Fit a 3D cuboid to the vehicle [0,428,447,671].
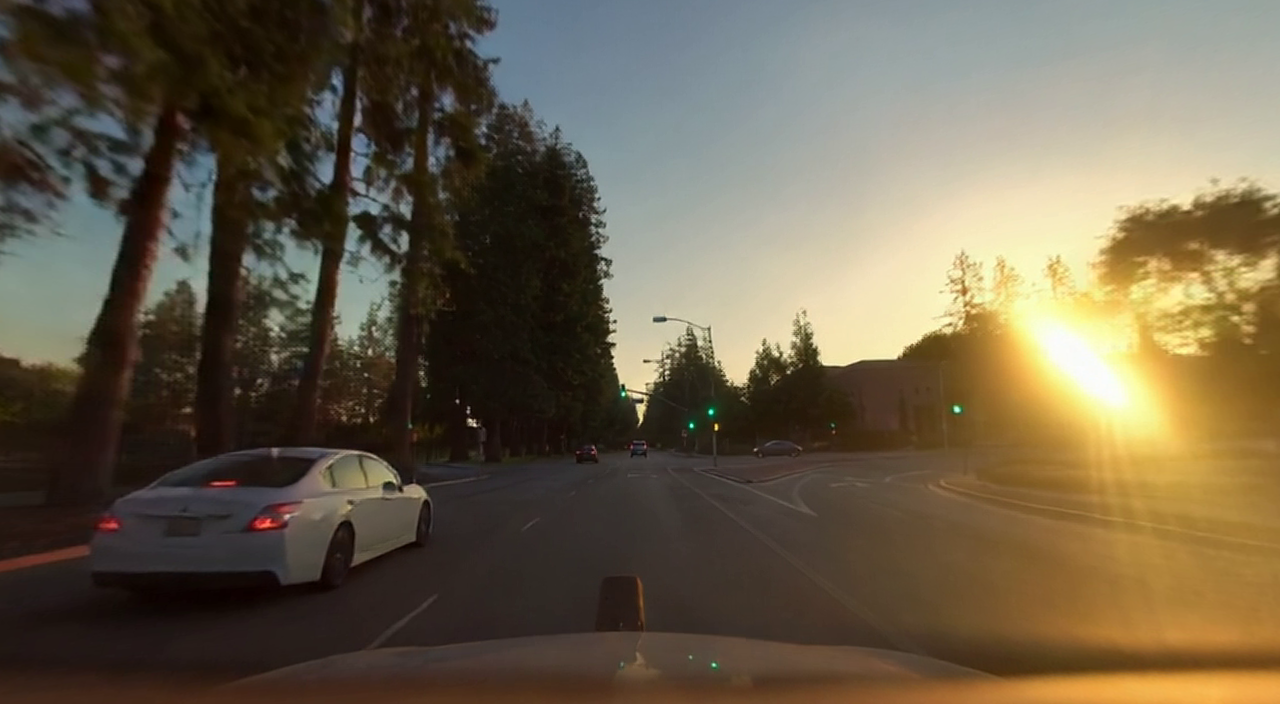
[{"bbox_3d":[-3.590,1.534,6.142,1.968,1.459,4.433,0,-8,1],"label":"vehicle"}]
